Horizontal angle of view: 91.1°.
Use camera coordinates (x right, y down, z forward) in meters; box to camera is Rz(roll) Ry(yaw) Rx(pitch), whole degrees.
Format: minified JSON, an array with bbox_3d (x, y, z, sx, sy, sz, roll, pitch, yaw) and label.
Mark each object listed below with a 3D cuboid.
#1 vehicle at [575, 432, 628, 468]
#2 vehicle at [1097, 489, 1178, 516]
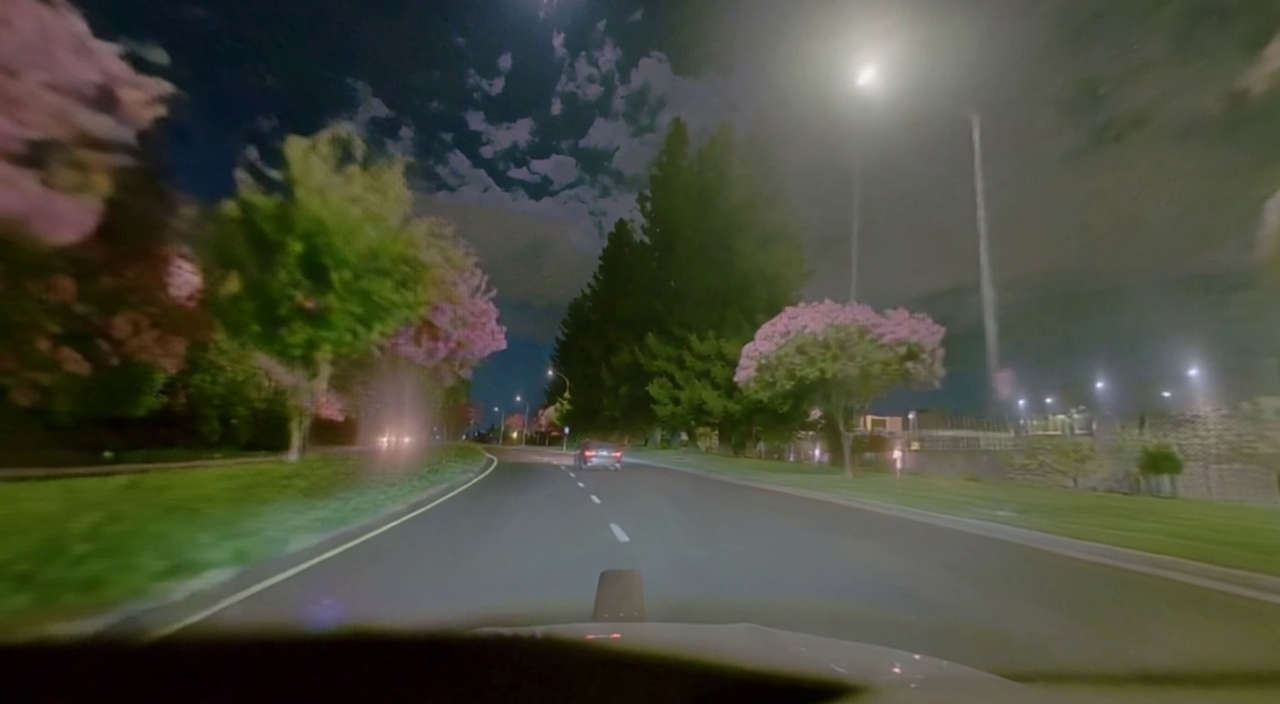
[{"bbox_3d":[-2.210,5.396,34.656,2.166,1.828,4.607,2,-9,-13],"label":"vehicle"},{"bbox_3d":[37.145,11.202,46.919,4.607,1.572,1.763,-6,-11,40],"label":"vehicle"}]
